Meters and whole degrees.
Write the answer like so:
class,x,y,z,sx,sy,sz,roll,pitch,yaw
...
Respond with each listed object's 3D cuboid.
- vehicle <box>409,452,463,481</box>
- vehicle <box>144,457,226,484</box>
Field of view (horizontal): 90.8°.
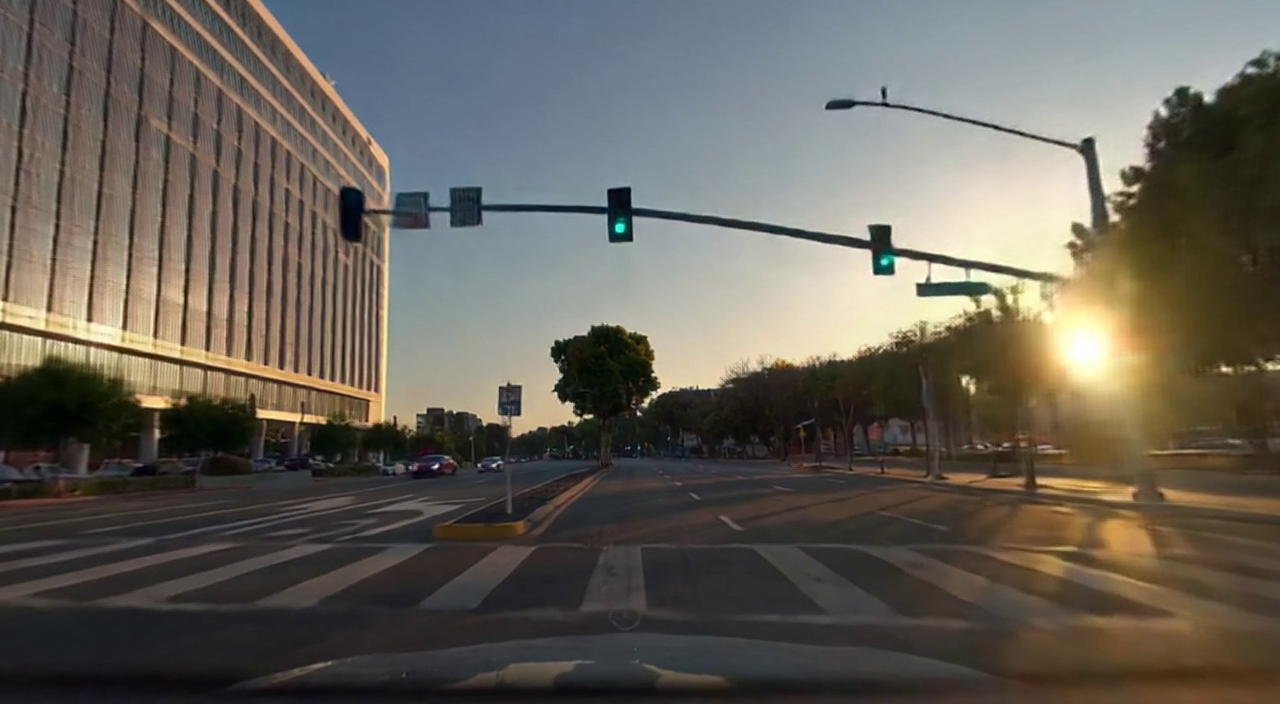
class,x,y,z,sx,sy,sz,roll,pitch,yaw
vehicle,-13.022,7.310,40.606,1.923,1.641,4.551,0,-8,0
vehicle,-32.246,8.399,44.848,4.245,1.642,2.013,-2,-9,-3
